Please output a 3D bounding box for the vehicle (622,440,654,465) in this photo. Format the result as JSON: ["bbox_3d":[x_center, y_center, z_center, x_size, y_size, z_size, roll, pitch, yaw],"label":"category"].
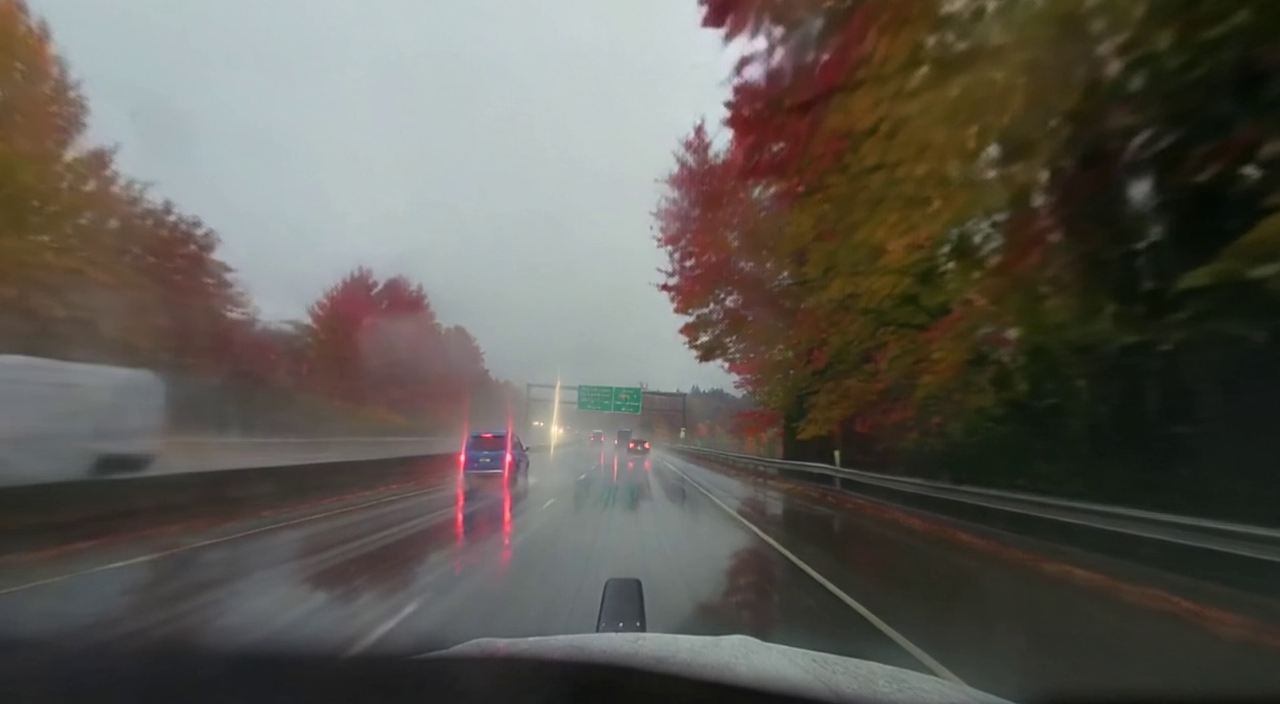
[{"bbox_3d":[-0.142,6.395,40.238,1.939,1.497,3.863,1,-8,-1],"label":"vehicle"}]

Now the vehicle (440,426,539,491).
[{"bbox_3d":[-4.327,3.140,18.870,1.924,1.720,4.195,0,-8,0],"label":"vehicle"}]

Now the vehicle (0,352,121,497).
[{"bbox_3d":[-11.678,1.110,9.832,2.276,2.355,5.643,0,-8,0],"label":"vehicle"}]
